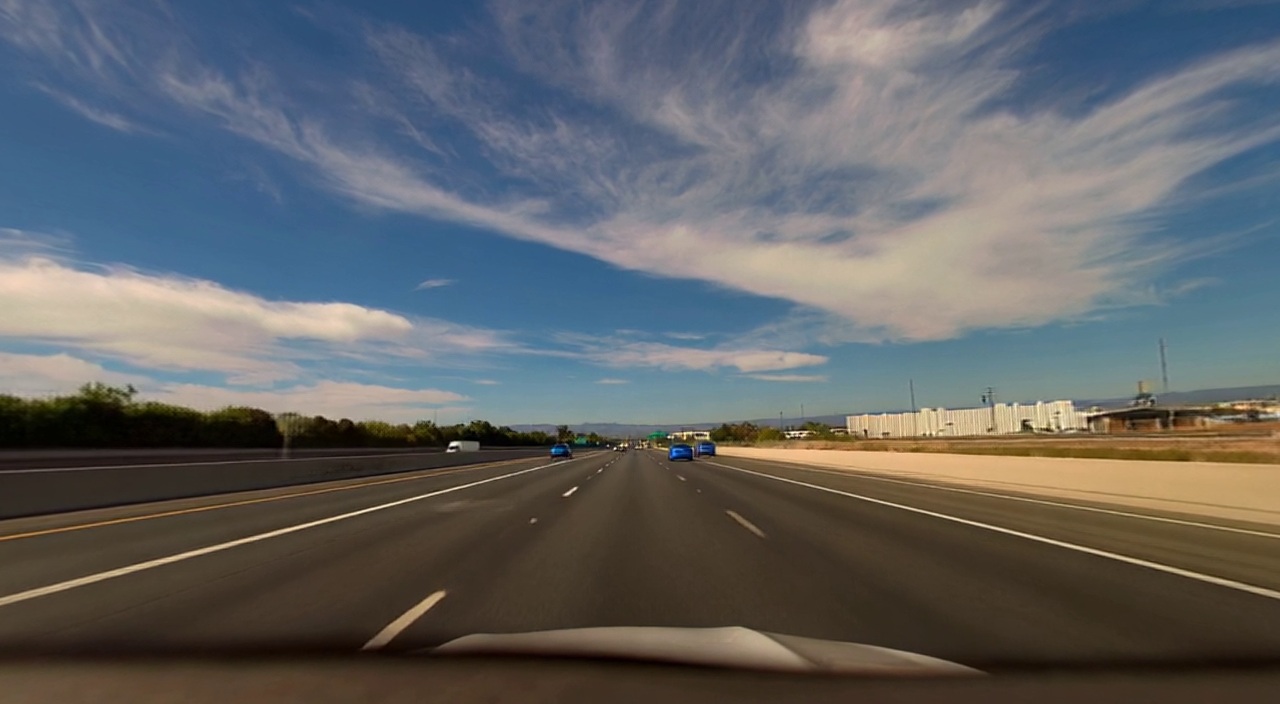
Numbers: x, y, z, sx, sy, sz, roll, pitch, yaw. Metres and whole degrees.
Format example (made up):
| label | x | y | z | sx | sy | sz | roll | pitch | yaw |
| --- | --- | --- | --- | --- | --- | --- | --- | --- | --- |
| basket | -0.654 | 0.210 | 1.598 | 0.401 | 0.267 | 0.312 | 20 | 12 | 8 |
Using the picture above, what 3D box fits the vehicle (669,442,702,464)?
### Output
| label | x | y | z | sx | sy | sz | roll | pitch | yaw |
| --- | --- | --- | --- | --- | --- | --- | --- | --- | --- |
| vehicle | 3.281 | 7.351 | 46.187 | 2.000 | 1.533 | 3.770 | 0 | -8 | -1 |
